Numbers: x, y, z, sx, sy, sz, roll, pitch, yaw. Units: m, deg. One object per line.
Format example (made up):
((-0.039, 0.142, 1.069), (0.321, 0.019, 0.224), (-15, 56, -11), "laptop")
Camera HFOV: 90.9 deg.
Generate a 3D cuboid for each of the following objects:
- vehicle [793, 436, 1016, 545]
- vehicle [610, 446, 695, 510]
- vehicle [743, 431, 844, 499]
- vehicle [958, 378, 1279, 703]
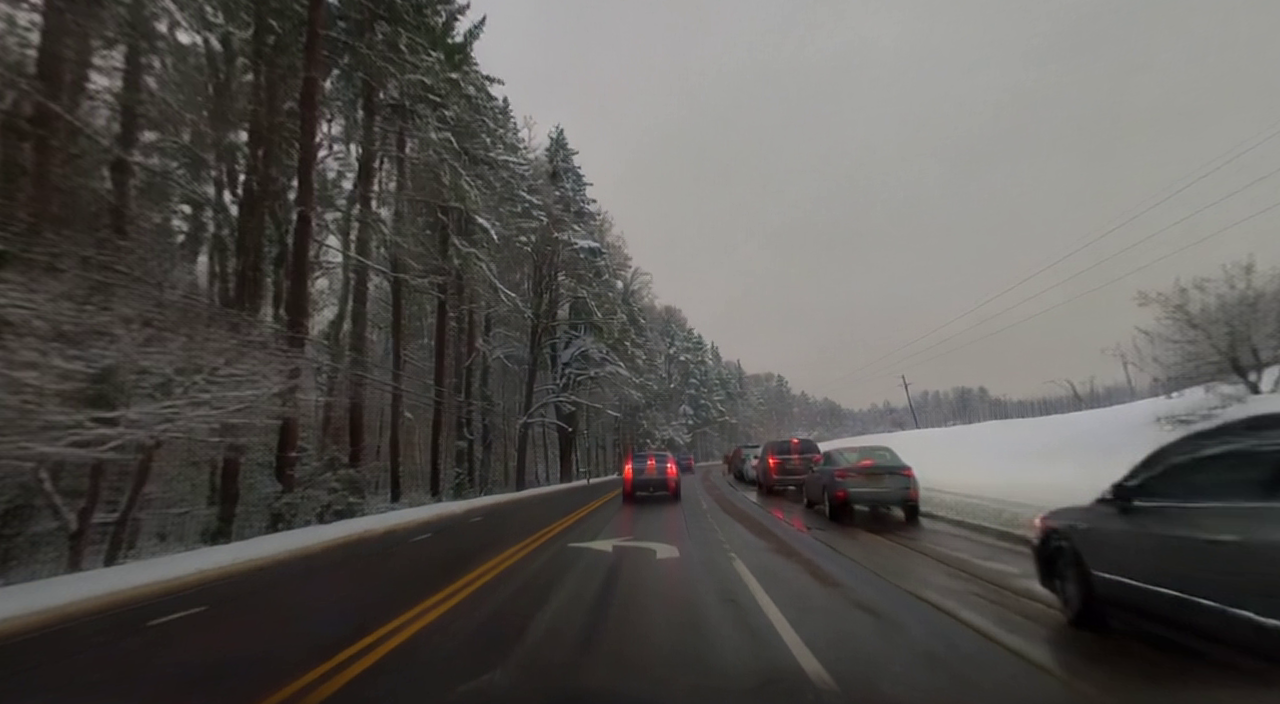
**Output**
((4.238, 2.269, 11.153), (1.992, 1.469, 4.823), (0, -8, 2), "vehicle")
((0.381, 3.396, 17.498), (2.078, 1.521, 4.058), (0, -8, 2), "vehicle")
((4.516, 3.395, 19.354), (2.066, 1.804, 4.751), (0, -8, 2), "vehicle")
((3.877, 1.013, 3.334), (1.957, 1.629, 4.609), (0, -8, 0), "vehicle")
